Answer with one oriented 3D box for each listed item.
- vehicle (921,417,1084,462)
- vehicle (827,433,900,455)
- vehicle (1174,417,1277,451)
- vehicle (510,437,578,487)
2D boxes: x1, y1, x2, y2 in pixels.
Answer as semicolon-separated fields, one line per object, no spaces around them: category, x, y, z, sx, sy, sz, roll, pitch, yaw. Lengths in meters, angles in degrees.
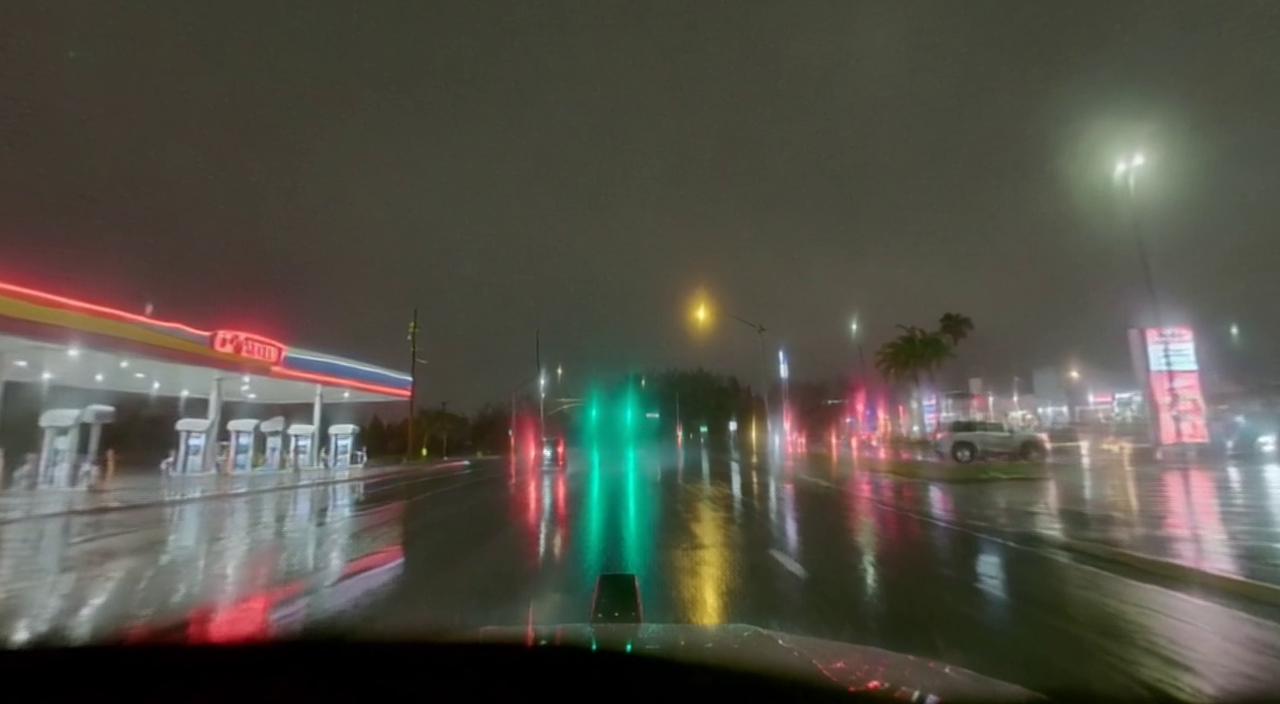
vehicle;14.372;3.504;25.294;5.317;1.700;1.901;0;-8;-1
vehicle;16.192;6.689;45.845;4.549;1.492;1.981;0;-8;3
vehicle;45.375;6.334;49.175;5.435;2.441;2.037;-3;-10;31
vehicle;-3.287;3.760;21.933;2.073;1.525;4.809;1;-8;-8
